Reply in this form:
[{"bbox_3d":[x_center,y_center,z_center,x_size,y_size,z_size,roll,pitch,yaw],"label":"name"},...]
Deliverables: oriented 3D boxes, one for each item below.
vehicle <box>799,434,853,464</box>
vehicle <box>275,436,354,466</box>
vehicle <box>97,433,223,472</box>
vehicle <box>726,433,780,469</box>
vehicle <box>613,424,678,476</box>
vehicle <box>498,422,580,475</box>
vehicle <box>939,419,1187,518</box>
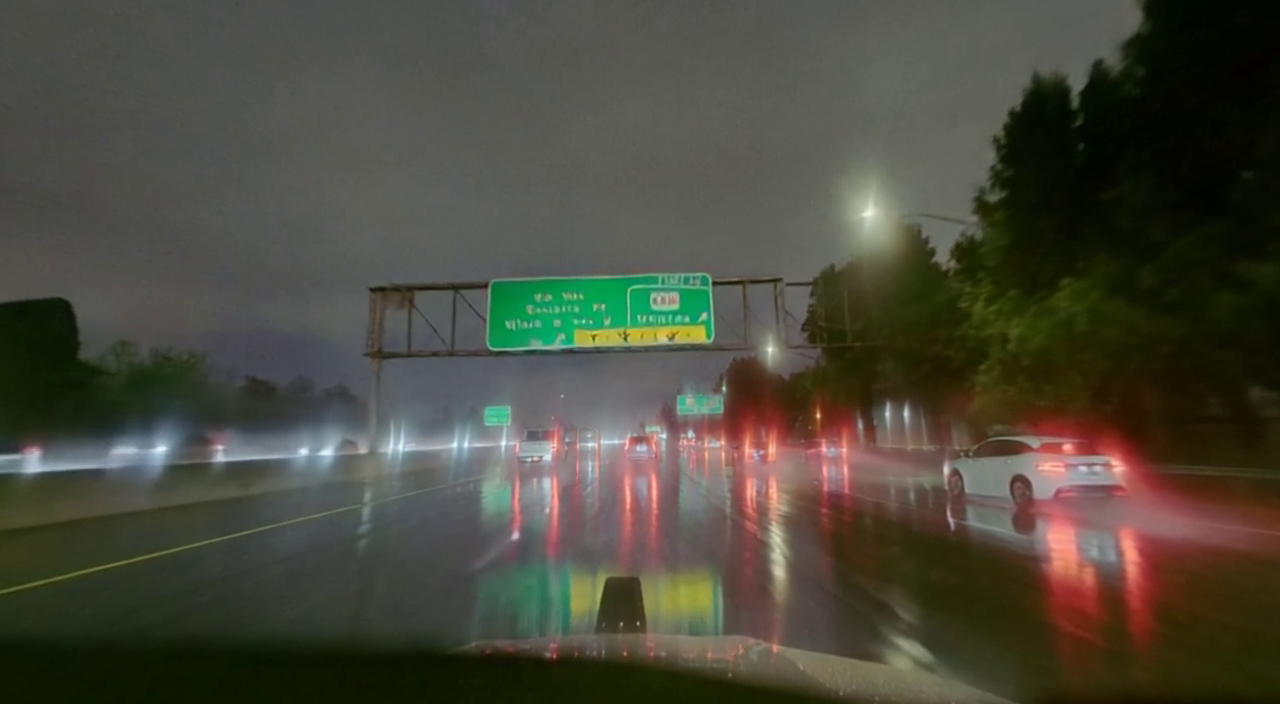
[{"bbox_3d":[11.672,6.091,39.776,2.010,1.765,4.375,0,-8,0],"label":"vehicle"},{"bbox_3d":[-17.807,5.427,34.720,1.892,1.504,4.406,0,-8,1],"label":"vehicle"},{"bbox_3d":[-21.630,4.544,28.664,2.062,1.609,4.552,0,-8,1],"label":"vehicle"},{"bbox_3d":[5.629,5.014,31.950,2.022,1.682,4.226,0,-8,1],"label":"vehicle"},{"bbox_3d":[0.197,3.581,23.104,2.181,1.728,3.970,0,-8,1],"label":"vehicle"},{"bbox_3d":[-3.642,3.614,23.639,2.199,1.777,4.790,0,-8,1],"label":"vehicle"},{"bbox_3d":[7.705,2.152,12.075,1.989,1.569,3.964,0,-8,0],"label":"vehicle"}]
